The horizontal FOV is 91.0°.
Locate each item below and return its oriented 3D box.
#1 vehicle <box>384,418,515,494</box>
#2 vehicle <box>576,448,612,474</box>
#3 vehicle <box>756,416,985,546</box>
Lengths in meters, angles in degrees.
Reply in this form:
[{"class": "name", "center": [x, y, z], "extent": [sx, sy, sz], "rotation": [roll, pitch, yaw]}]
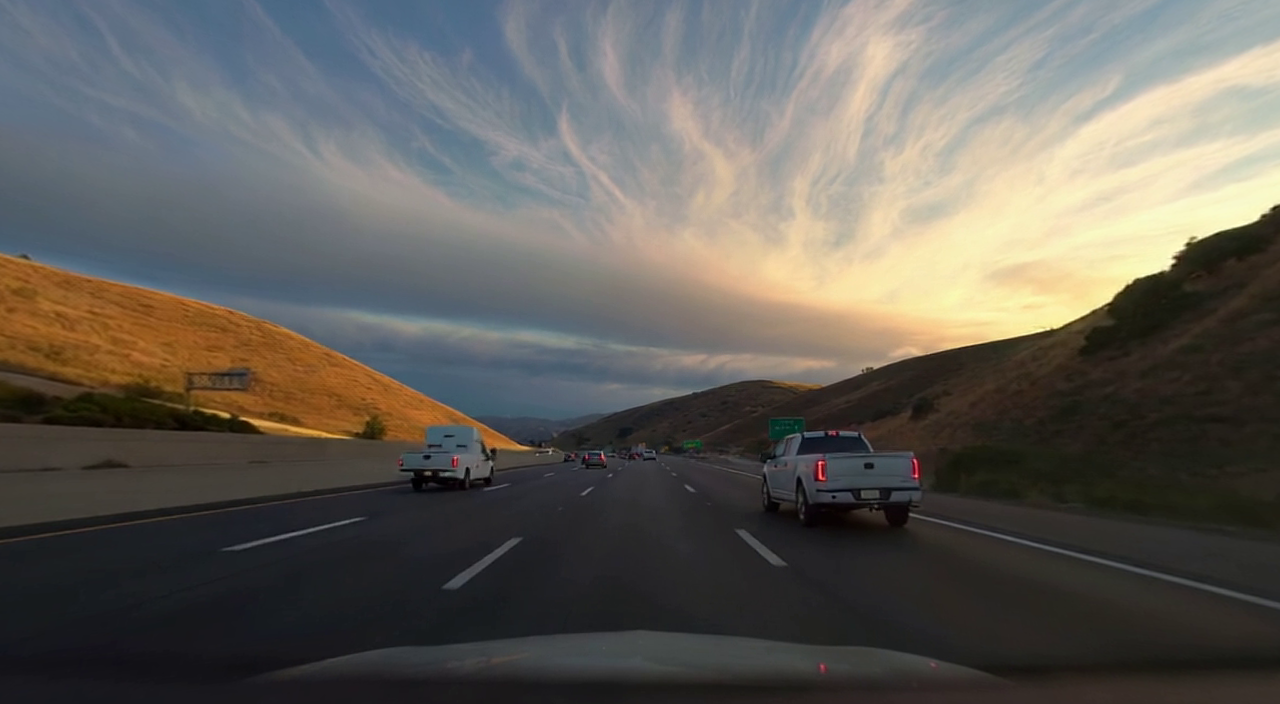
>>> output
[{"class": "vehicle", "center": [-7.050, 4.018, 24.591], "extent": [2.937, 2.509, 7.090], "rotation": [0, -9, 0]}, {"class": "vehicle", "center": [-2.928, 7.067, 41.147], "extent": [2.009, 1.593, 4.378], "rotation": [0, -9, 0]}, {"class": "vehicle", "center": [3.638, 2.157, 11.154], "extent": [2.231, 1.789, 4.700], "rotation": [0, -9, 0]}]
